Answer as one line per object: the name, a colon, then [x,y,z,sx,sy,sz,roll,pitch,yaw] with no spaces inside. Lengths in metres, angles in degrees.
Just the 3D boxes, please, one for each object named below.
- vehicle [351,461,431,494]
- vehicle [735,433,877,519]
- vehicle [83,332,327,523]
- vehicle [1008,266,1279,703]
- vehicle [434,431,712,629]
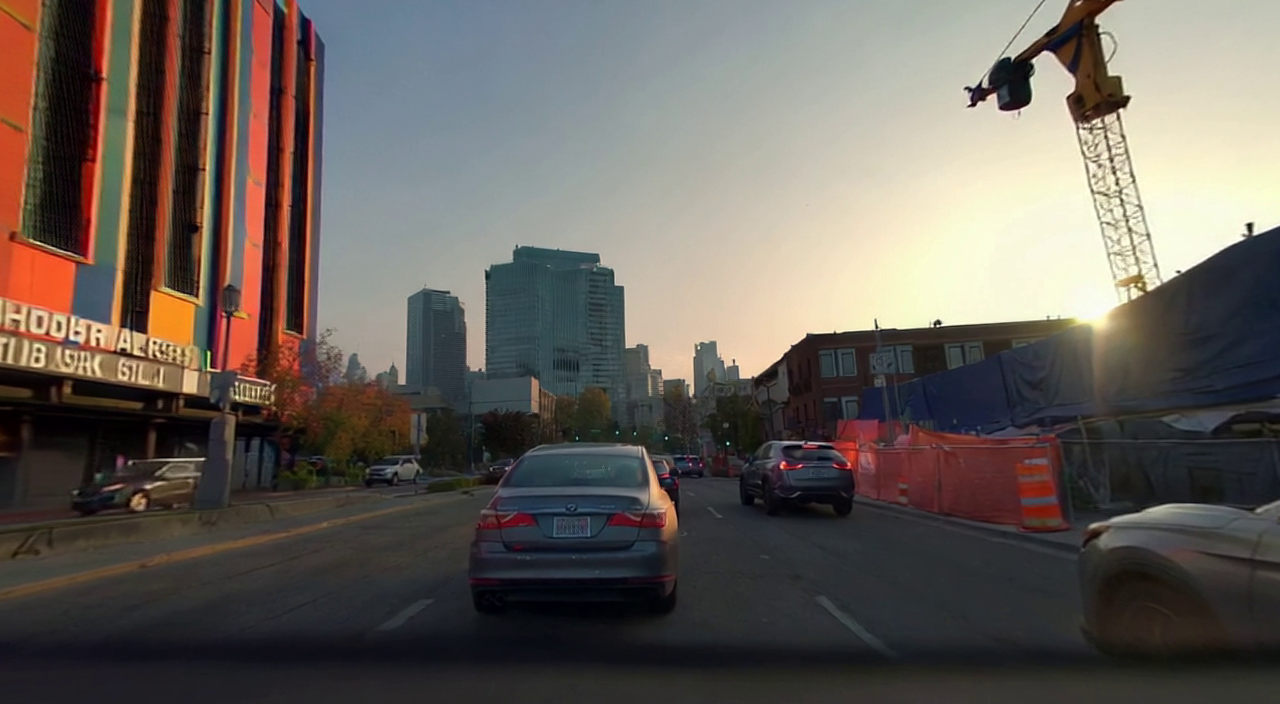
vehicle: [-12.780,6.455,32.805,1.986,1.476,4.753,-1,-8,3]
vehicle: [3.890,3.002,15.887,2.185,1.797,4.934,0,-8,-1]
vehicle: [-9.104,1.657,13.725,2.592,3.548,3.414,-2,-9,4]
vehicle: [3.363,0.520,1.213,2.182,1.954,5.341,0,-8,2]
vehicle: [-0.467,1.682,7.013,2.131,1.496,4.193,0,-8,1]
